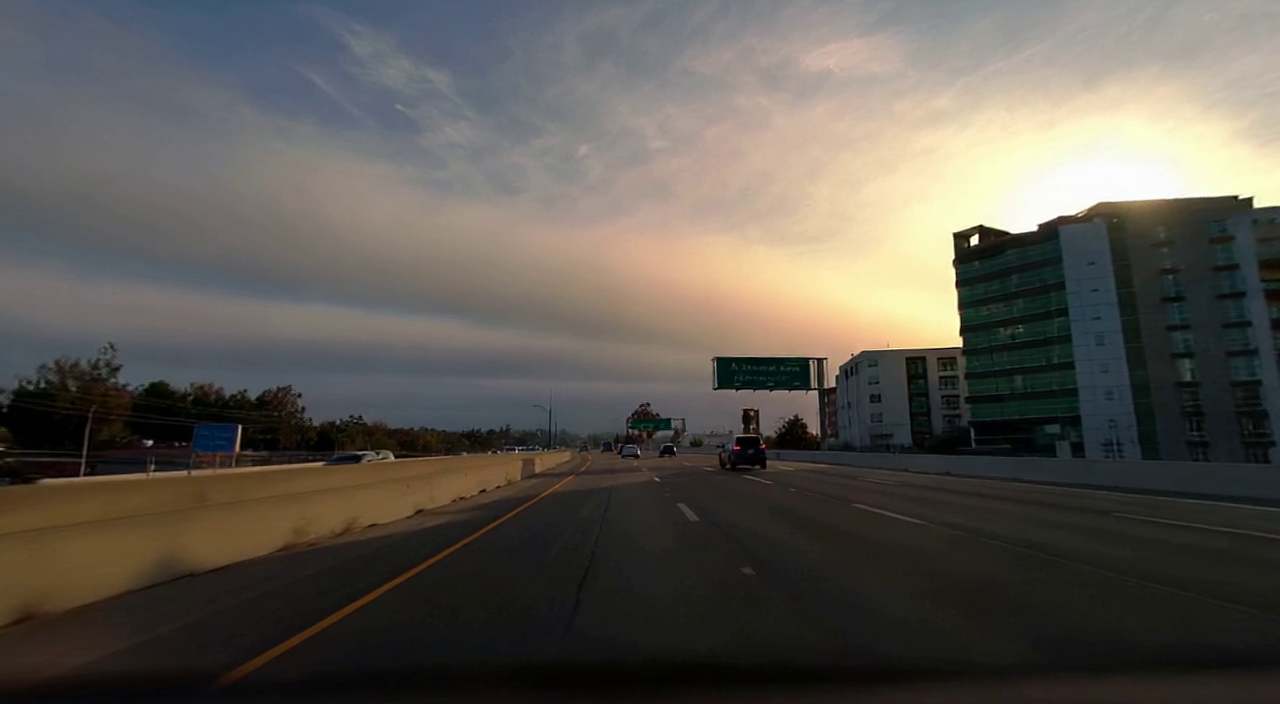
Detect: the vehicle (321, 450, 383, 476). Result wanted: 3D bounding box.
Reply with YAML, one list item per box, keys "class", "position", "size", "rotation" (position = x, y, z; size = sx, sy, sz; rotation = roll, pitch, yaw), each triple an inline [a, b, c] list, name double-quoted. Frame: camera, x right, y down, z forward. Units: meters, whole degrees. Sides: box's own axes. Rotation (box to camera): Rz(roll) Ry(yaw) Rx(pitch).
- class: "vehicle"
  position: [-18.208, 7.005, 40.185]
  size: [1.893, 1.517, 4.889]
  rotation: [0, -9, -3]

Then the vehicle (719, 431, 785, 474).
- class: "vehicle"
  position: [5.488, 5.027, 31.780]
  size: [2.181, 1.952, 4.973]
  rotation: [0, -9, -3]
